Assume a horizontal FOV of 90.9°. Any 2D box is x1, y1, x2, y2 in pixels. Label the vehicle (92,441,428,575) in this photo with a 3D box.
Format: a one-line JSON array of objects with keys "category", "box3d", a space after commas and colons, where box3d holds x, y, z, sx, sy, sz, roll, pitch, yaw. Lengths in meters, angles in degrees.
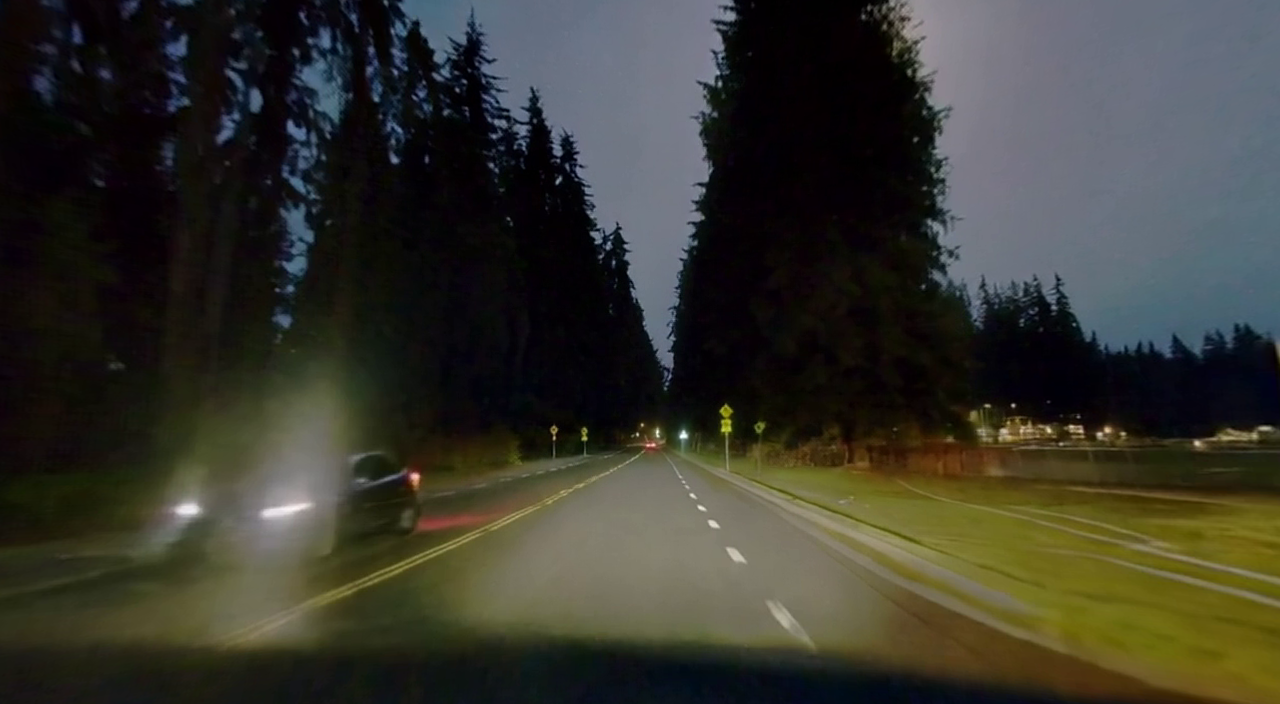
[{"category": "vehicle", "box3d": [-4.657, 1.919, 8.597, 1.923, 1.366, 3.965, -1, -8, 4]}]
